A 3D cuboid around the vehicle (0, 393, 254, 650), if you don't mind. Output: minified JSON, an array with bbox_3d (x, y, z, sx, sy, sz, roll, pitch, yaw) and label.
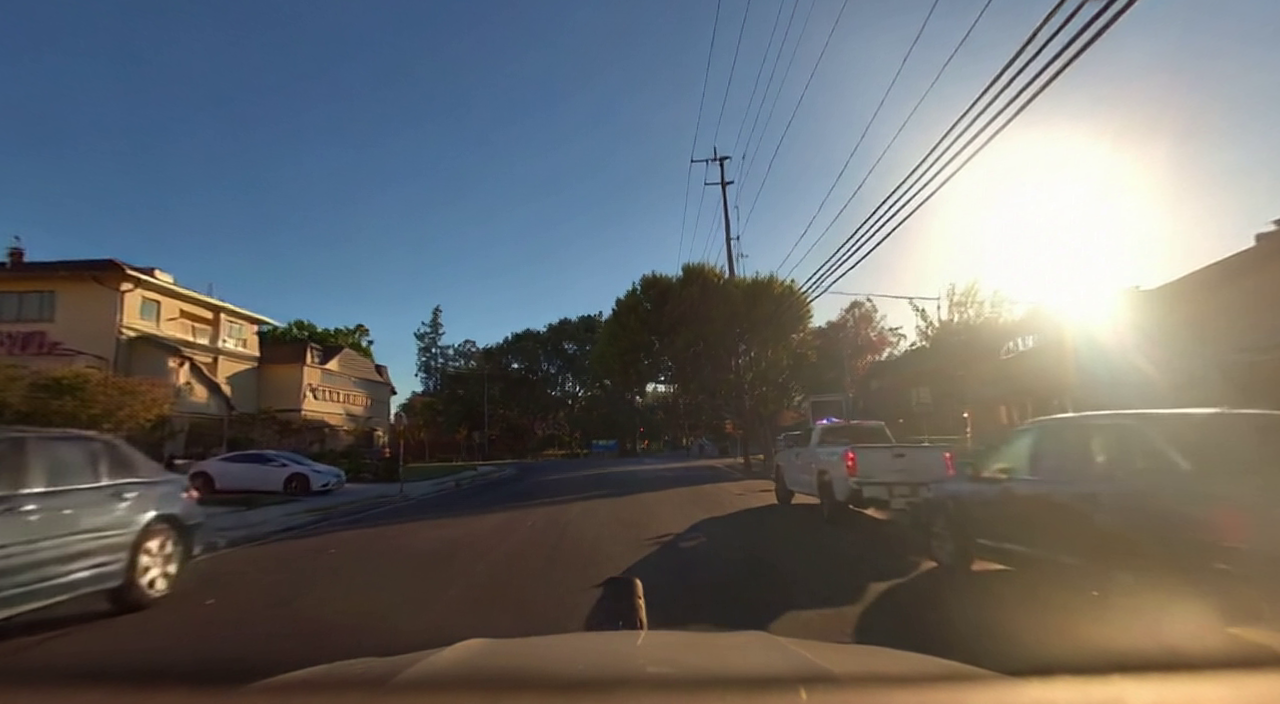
[{"bbox_3d":[-5.985,1.329,5.049,2.322,1.913,5.582,0,-8,-1],"label":"vehicle"}]

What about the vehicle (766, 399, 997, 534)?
[{"bbox_3d":[4.002,2.032,11.701,2.205,1.923,5.178,0,-8,0],"label":"vehicle"}]

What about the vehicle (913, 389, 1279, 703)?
[{"bbox_3d":[3.904,1.208,4.665,1.848,1.550,4.054,0,-8,-1],"label":"vehicle"}]

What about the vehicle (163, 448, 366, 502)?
[{"bbox_3d":[-11.102,3.647,18.944,4.813,1.503,1.923,0,-8,-4],"label":"vehicle"}]
